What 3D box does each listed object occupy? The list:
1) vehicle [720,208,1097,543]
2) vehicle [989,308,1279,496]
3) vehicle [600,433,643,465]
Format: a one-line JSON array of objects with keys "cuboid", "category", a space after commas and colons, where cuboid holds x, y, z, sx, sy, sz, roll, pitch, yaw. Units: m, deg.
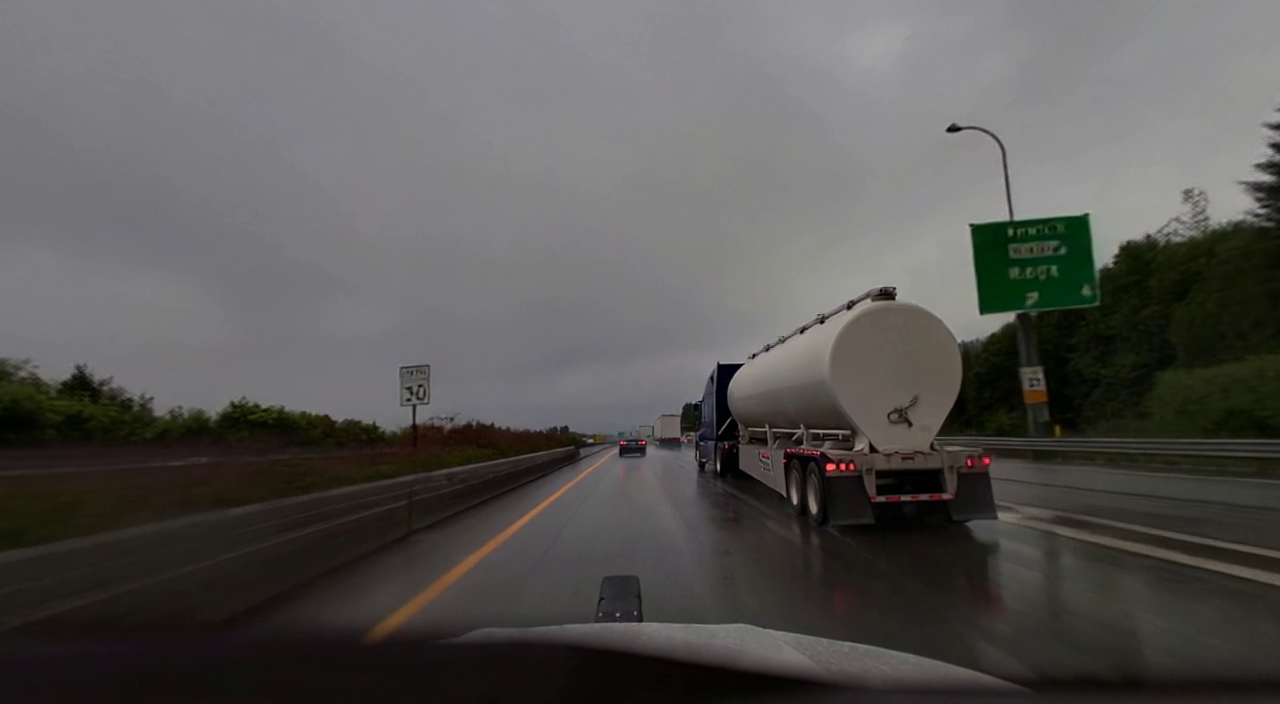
[{"cuboid": [3.652, 0.828, 11.954, 2.826, 3.905, 9.262, 0, -8, -1], "category": "vehicle"}, {"cuboid": [15.125, 1.758, 18.778, 2.878, 4.124, 10.050, 1, -8, -5], "category": "vehicle"}, {"cuboid": [-0.880, 4.749, 31.085, 2.000, 1.510, 3.518, 0, -8, -1], "category": "vehicle"}]
